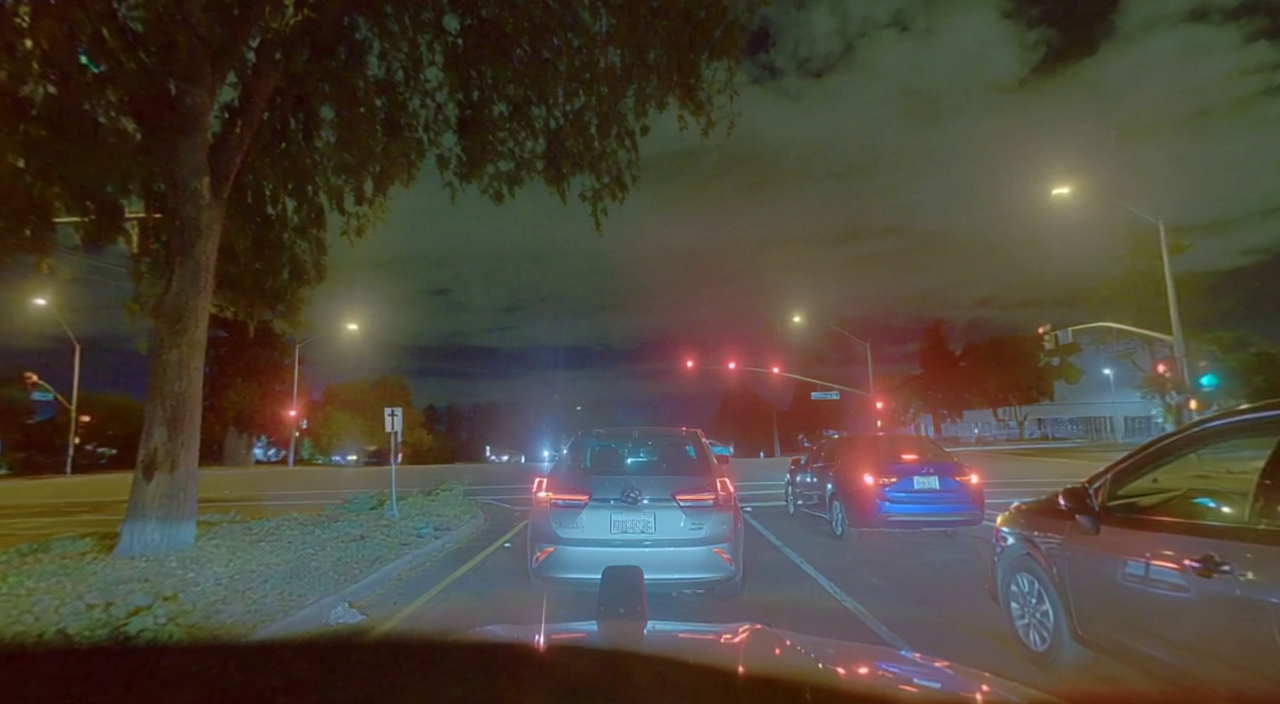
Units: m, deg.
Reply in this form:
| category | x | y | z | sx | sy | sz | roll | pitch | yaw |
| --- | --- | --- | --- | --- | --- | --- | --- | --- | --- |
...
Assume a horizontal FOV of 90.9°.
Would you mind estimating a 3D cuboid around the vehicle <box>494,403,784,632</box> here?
| category | x | y | z | sx | sy | sz | roll | pitch | yaw |
| --- | --- | --- | --- | --- | --- | --- | --- | --- | --- |
| vehicle | -0.024 | 1.478 | 6.503 | 2.074 | 1.631 | 3.793 | 0 | -9 | 0 |

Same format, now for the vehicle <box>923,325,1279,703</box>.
| category | x | y | z | sx | sy | sz | roll | pitch | yaw |
| --- | --- | --- | --- | --- | --- | --- | --- | --- | --- |
| vehicle | 3.717 | 0.934 | 3.426 | 2.162 | 1.829 | 4.519 | 0 | -9 | -1 |

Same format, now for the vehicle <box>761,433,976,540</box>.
| category | x | y | z | sx | sy | sz | roll | pitch | yaw |
| --- | --- | --- | --- | --- | --- | --- | --- | --- | --- |
| vehicle | 3.686 | 2.259 | 11.301 | 2.054 | 1.482 | 4.654 | 0 | -9 | -1 |
